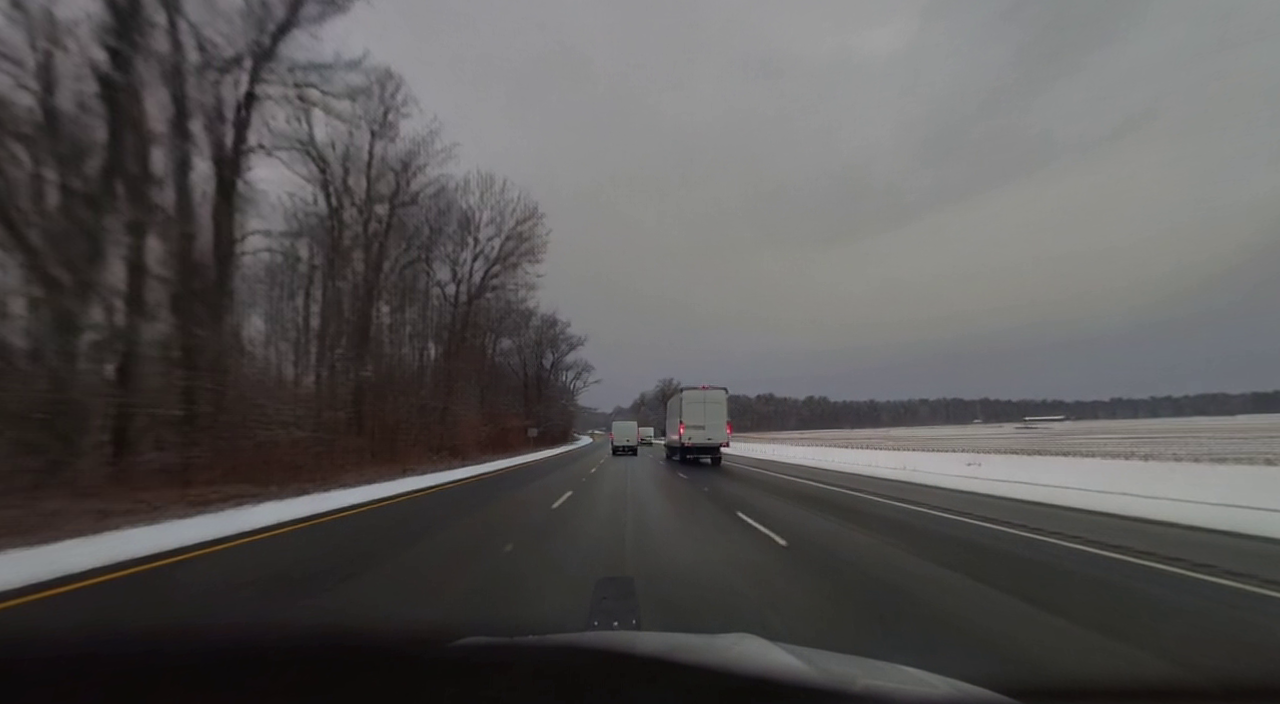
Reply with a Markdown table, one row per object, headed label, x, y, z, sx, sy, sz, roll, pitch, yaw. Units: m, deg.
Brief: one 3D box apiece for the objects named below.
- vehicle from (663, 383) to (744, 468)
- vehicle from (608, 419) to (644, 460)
| label | x | y | z | sx | sy | sz | roll | pitch | yaw |
| --- | --- | --- | --- | --- | --- | --- | --- | --- | --- |
| vehicle | 3.290 | 4.425 | 37.029 | 3.128 | 4.087 | 13.351 | 0 | -8 | -1 |
| vehicle | -0.970 | 6.080 | 43.799 | 2.389 | 2.637 | 5.437 | 0 | -8 | -1 |
